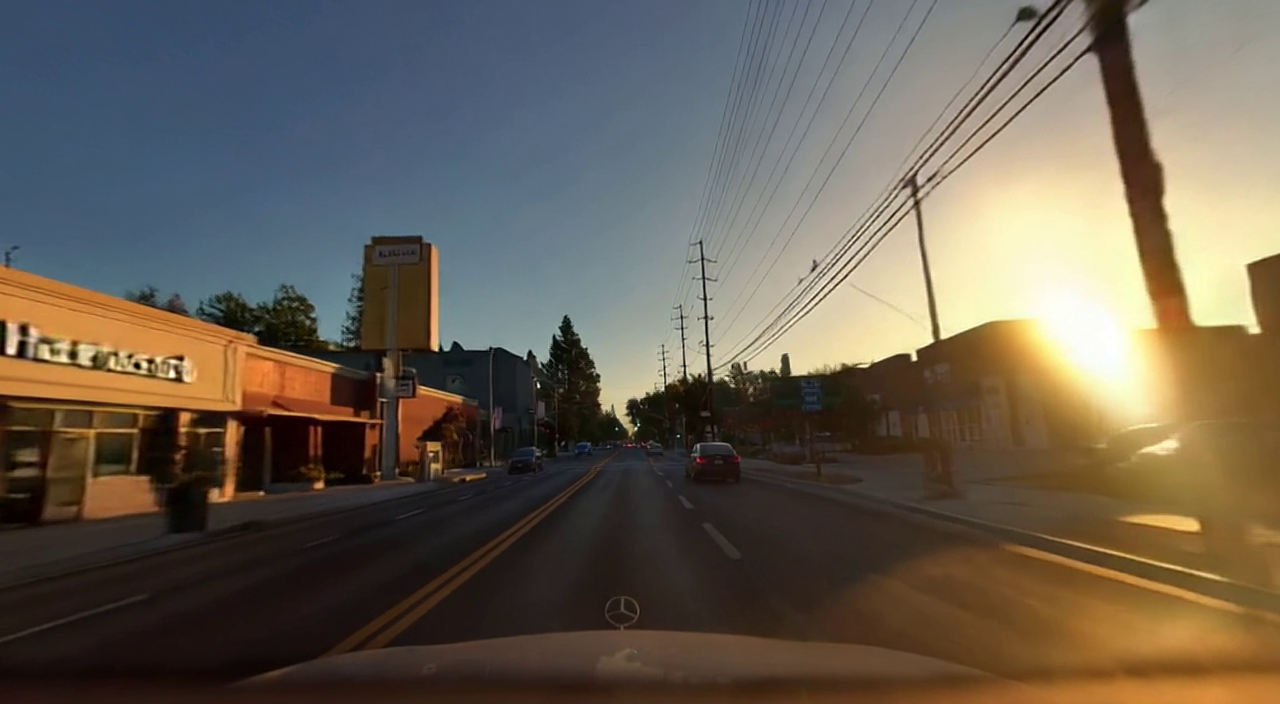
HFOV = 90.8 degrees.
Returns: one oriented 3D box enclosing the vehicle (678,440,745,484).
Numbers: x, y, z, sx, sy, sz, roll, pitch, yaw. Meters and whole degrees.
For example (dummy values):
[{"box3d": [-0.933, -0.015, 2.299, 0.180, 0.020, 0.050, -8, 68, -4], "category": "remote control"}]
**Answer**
[{"box3d": [2.555, 4.066, 23.532, 1.975, 1.497, 3.647, 0, -9, -1], "category": "vehicle"}]
